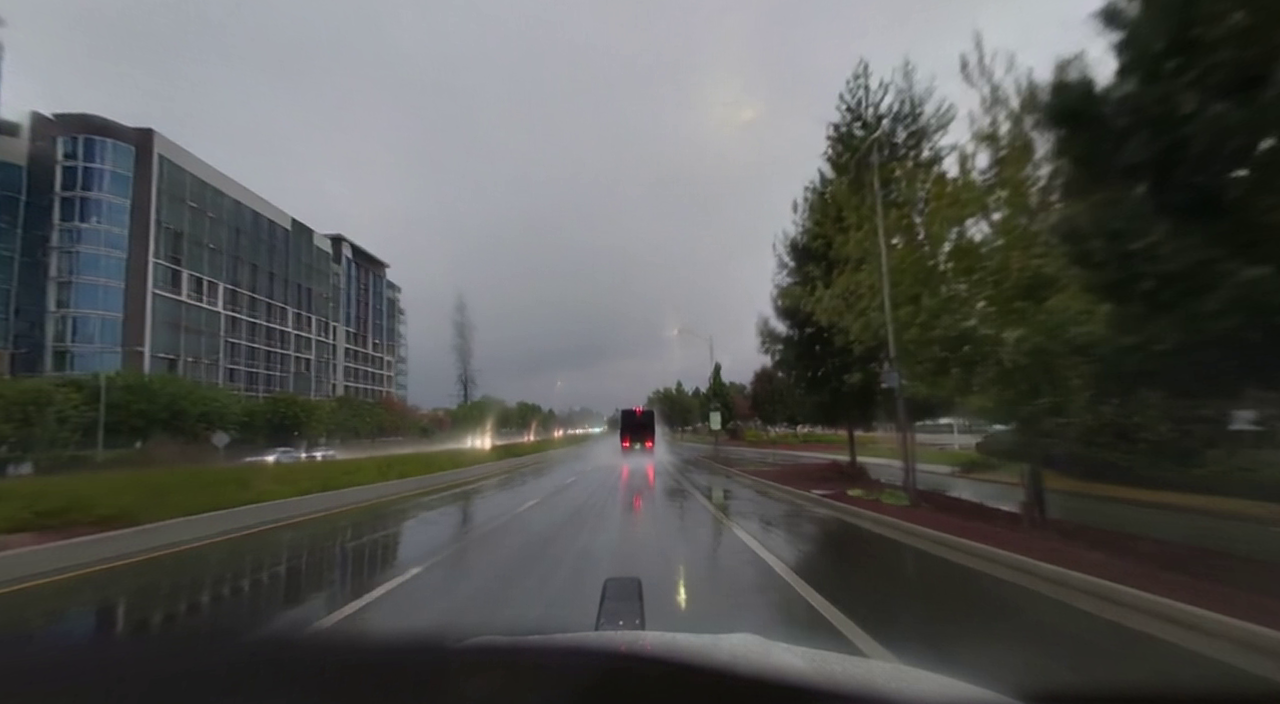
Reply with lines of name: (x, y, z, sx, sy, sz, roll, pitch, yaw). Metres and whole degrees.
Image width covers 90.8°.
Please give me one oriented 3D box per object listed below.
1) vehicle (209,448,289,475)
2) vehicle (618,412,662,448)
vehicle: (-23.805, 6.660, 38.704, 1.904, 1.514, 4.667, 0, -9, 0)
vehicle: (-0.078, 4.381, 34.776, 2.178, 1.829, 4.932, 1, -9, -3)
